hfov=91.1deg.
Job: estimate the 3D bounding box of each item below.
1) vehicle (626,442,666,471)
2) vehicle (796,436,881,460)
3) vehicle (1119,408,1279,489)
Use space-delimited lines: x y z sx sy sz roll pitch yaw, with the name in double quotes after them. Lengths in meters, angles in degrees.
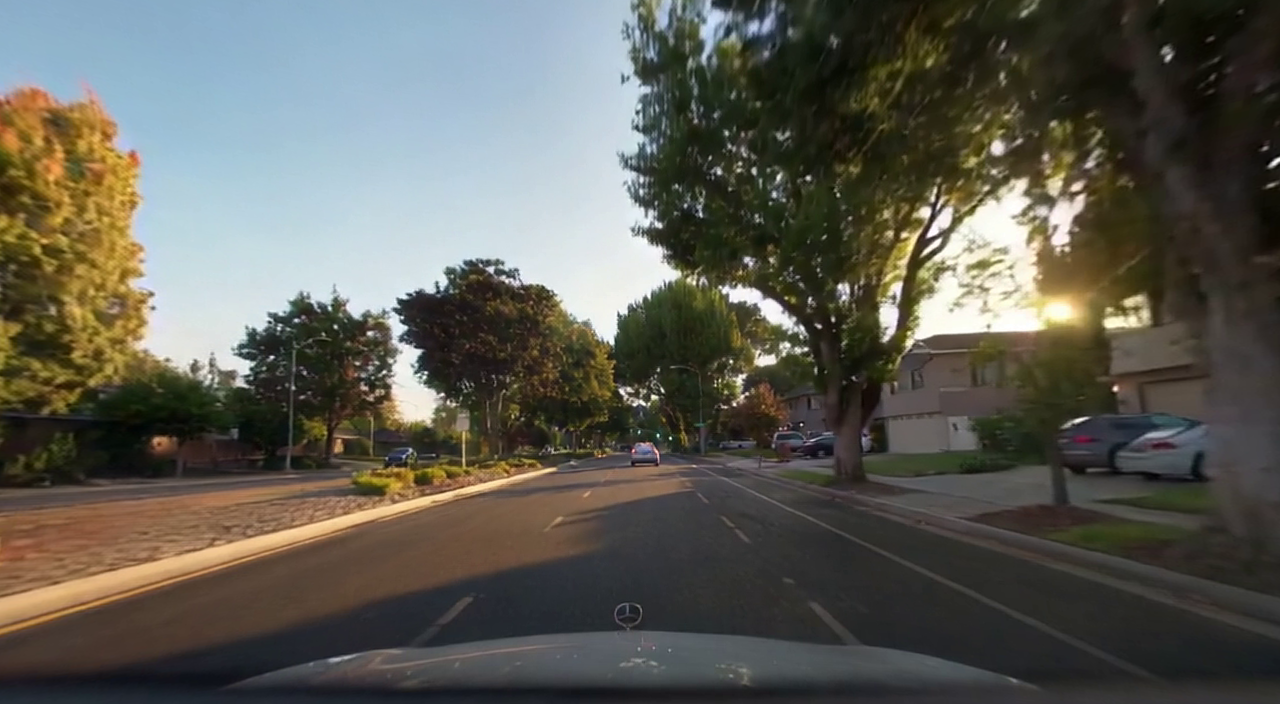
0.320 5.704 34.381 2.054 1.456 4.003 0 -9 0 "vehicle"
12.589 6.112 39.973 4.787 1.494 1.887 0 -9 1 "vehicle"
13.476 2.021 13.633 4.447 1.519 1.955 -2 -6 1 "vehicle"
